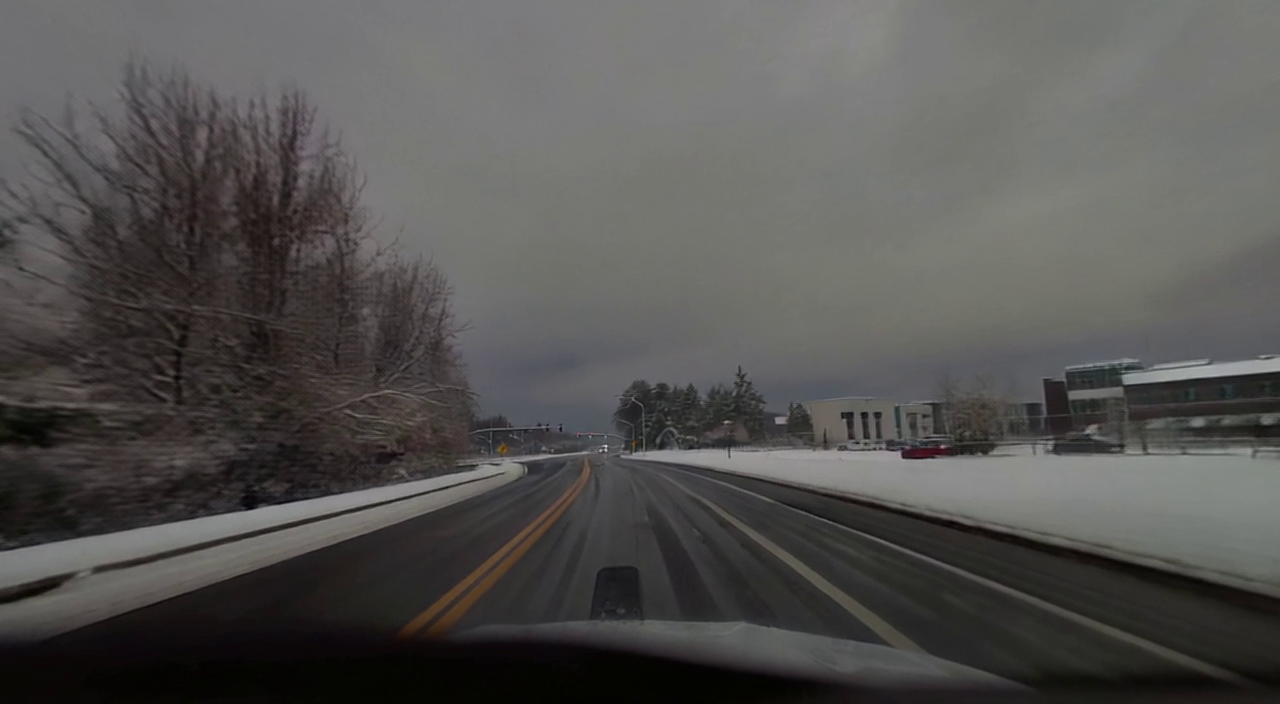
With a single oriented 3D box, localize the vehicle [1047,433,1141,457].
[{"bbox_3d":[31.029,6.336,43.258,5.062,1.557,1.988,1,-8,-6],"label":"vehicle"}]
